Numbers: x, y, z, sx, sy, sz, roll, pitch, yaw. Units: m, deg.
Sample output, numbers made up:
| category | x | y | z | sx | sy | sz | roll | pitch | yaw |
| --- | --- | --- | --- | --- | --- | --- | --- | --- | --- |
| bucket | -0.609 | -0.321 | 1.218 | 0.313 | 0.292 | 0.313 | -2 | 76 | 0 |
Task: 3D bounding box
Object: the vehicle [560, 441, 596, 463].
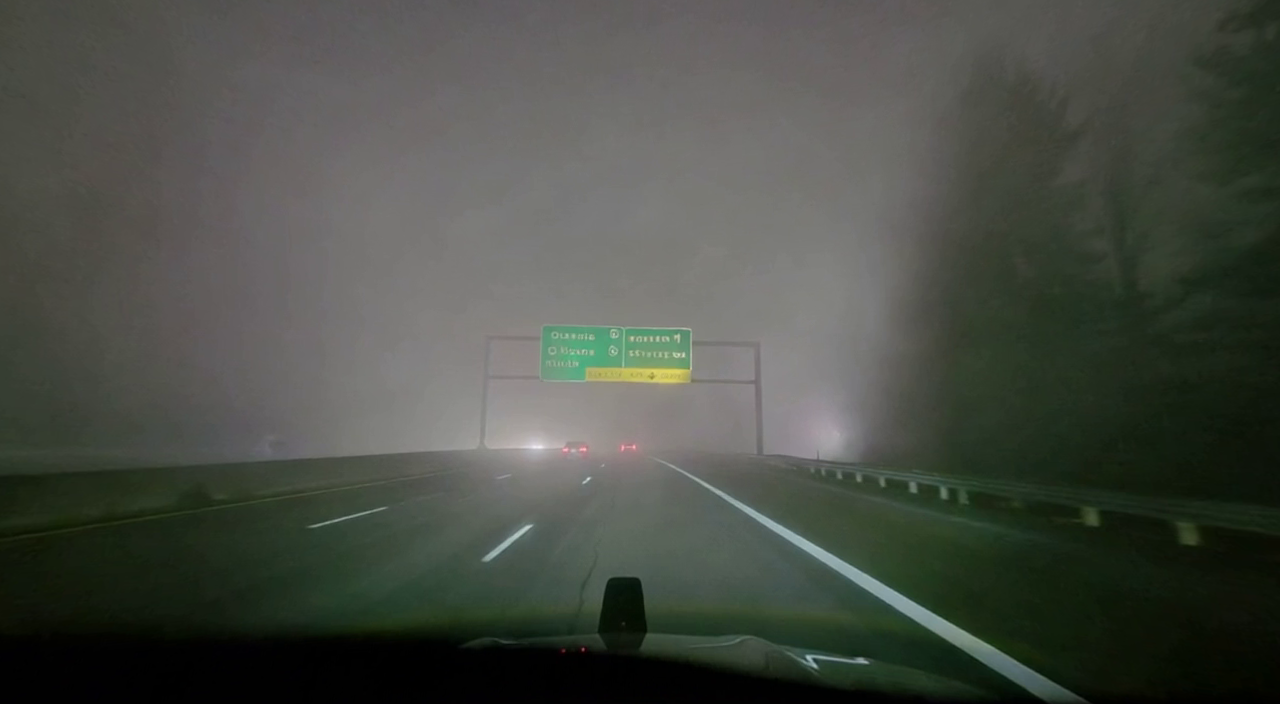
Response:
| category | x | y | z | sx | sy | sz | roll | pitch | yaw |
| --- | --- | --- | --- | --- | --- | --- | --- | --- | --- |
| vehicle | -4.389 | 7.137 | 45.046 | 2.211 | 1.524 | 3.651 | 0 | -8 | 0 |
